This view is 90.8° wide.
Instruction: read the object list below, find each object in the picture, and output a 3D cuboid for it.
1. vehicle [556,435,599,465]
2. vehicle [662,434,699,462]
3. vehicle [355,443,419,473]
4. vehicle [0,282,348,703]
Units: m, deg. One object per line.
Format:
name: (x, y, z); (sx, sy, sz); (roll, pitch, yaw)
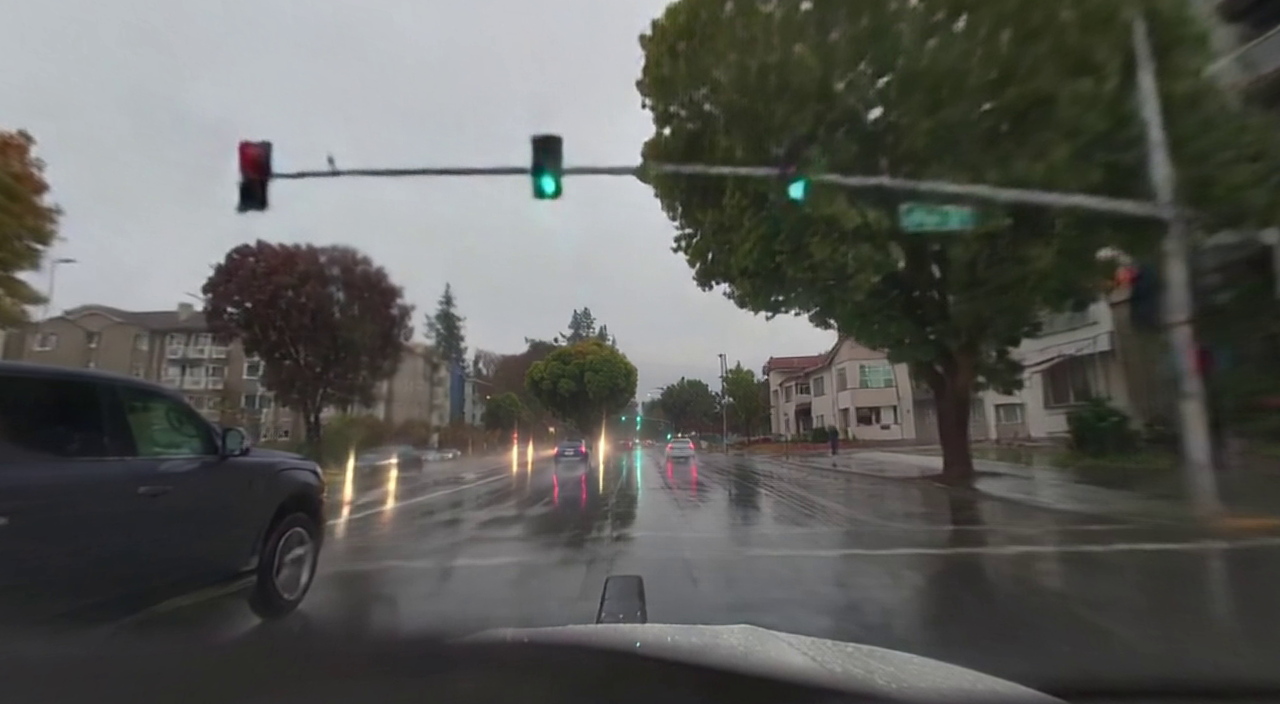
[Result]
vehicle: (-3.693, 5.869, 37.939); (2.083, 1.685, 4.069); (0, -8, 1)
vehicle: (2.617, 6.302, 41.492); (2.018, 1.719, 4.369); (0, -8, -1)
vehicle: (-15.509, 6.503, 39.014); (2.031, 1.702, 4.612); (0, -8, 0)
vehicle: (-3.685, 0.767, 2.834); (2.225, 1.984, 5.168); (0, -8, 1)
